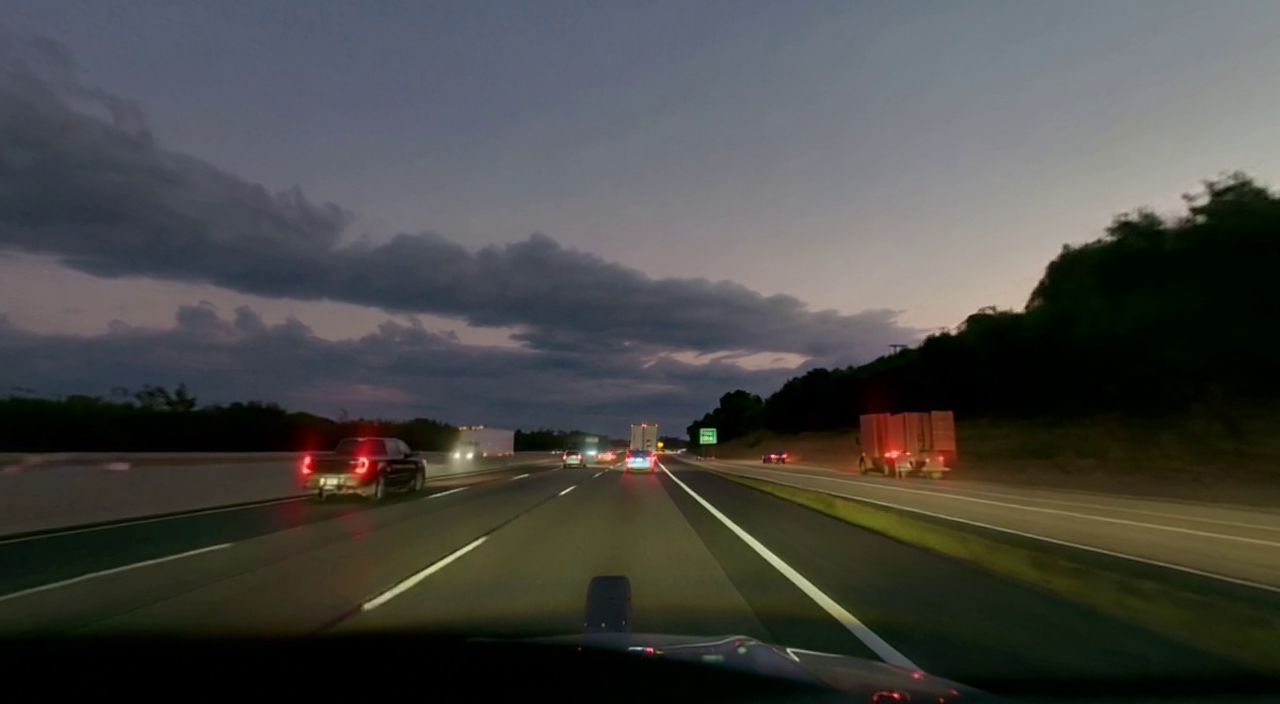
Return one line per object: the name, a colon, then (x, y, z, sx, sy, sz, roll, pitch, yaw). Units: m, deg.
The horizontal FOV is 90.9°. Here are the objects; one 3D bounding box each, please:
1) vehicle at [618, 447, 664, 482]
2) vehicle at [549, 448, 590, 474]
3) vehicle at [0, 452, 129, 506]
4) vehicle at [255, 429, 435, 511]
vehicle: (0.031, 5.109, 28.810, 1.991, 1.507, 3.391, 0, -9, -1)
vehicle: (-4.309, 6.754, 39.184, 2.018, 1.504, 4.431, 0, -9, 0)
vehicle: (-18.539, 3.841, 19.516, 2.003, 1.482, 4.003, 0, -9, 0)
vehicle: (-7.698, 3.150, 17.292, 2.316, 1.875, 5.337, 0, -9, 0)
